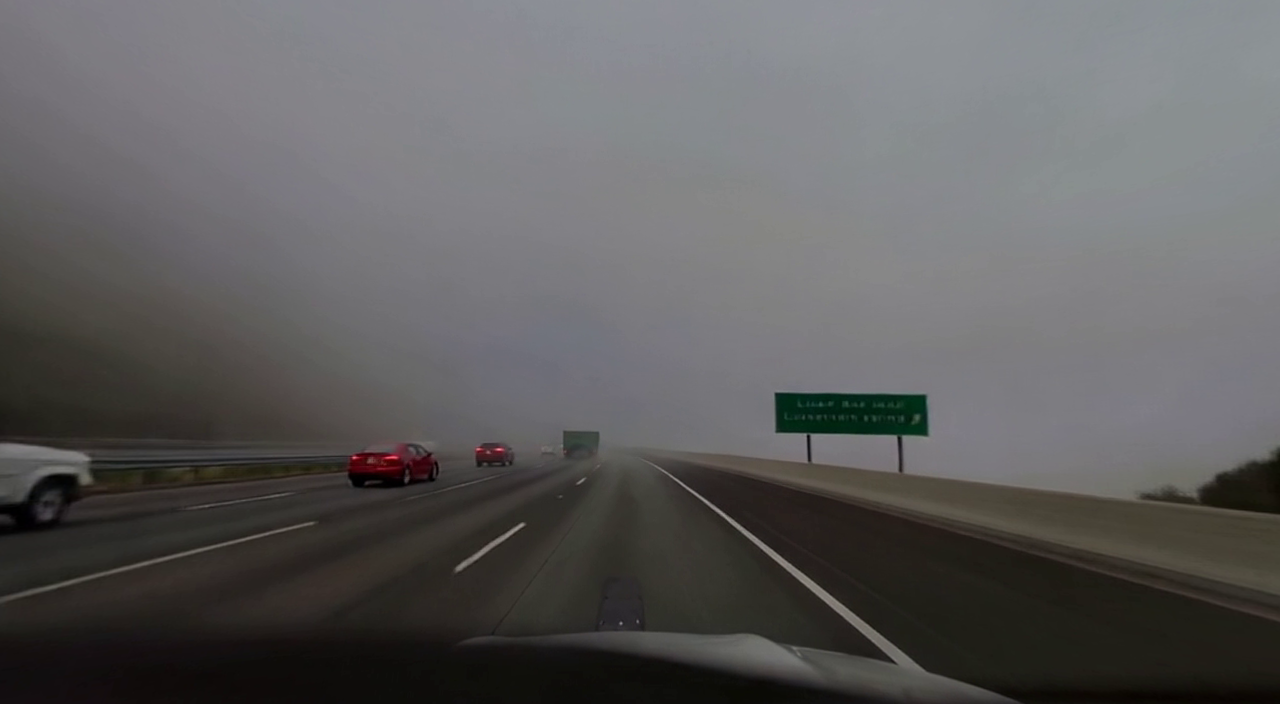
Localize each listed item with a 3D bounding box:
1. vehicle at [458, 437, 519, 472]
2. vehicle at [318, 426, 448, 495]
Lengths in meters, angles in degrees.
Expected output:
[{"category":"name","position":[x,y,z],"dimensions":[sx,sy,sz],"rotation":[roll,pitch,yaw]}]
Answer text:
[{"category":"vehicle","position":[-7.823,5.332,32.986],"dimensions":[2.099,1.644,4.638],"rotation":[1,-9,-1]},{"category":"vehicle","position":[-7.315,3.127,18.466],"dimensions":[2.081,1.740,4.268],"rotation":[1,-9,-2]}]
